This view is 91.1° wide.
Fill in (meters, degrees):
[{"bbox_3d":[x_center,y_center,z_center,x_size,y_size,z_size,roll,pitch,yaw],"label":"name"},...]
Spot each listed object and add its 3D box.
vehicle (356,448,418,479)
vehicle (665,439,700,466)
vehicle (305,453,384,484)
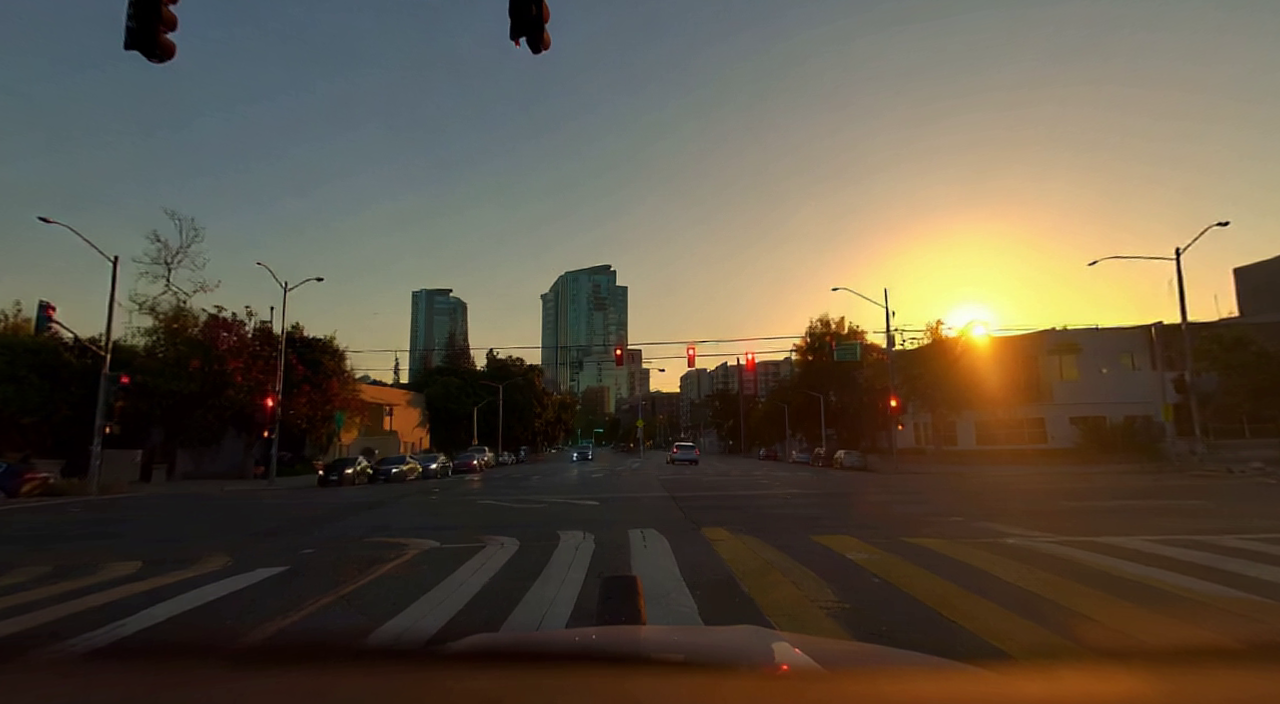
[{"bbox_3d":[-16.183,7.107,40.444,1.960,1.819,5.018,0,-9,-1],"label":"vehicle"},{"bbox_3d":[3.143,7.573,47.315,2.258,1.888,4.793,0,-9,0],"label":"vehicle"},{"bbox_3d":[-16.092,6.364,34.494,2.055,1.506,4.663,0,-9,-1],"label":"vehicle"}]
